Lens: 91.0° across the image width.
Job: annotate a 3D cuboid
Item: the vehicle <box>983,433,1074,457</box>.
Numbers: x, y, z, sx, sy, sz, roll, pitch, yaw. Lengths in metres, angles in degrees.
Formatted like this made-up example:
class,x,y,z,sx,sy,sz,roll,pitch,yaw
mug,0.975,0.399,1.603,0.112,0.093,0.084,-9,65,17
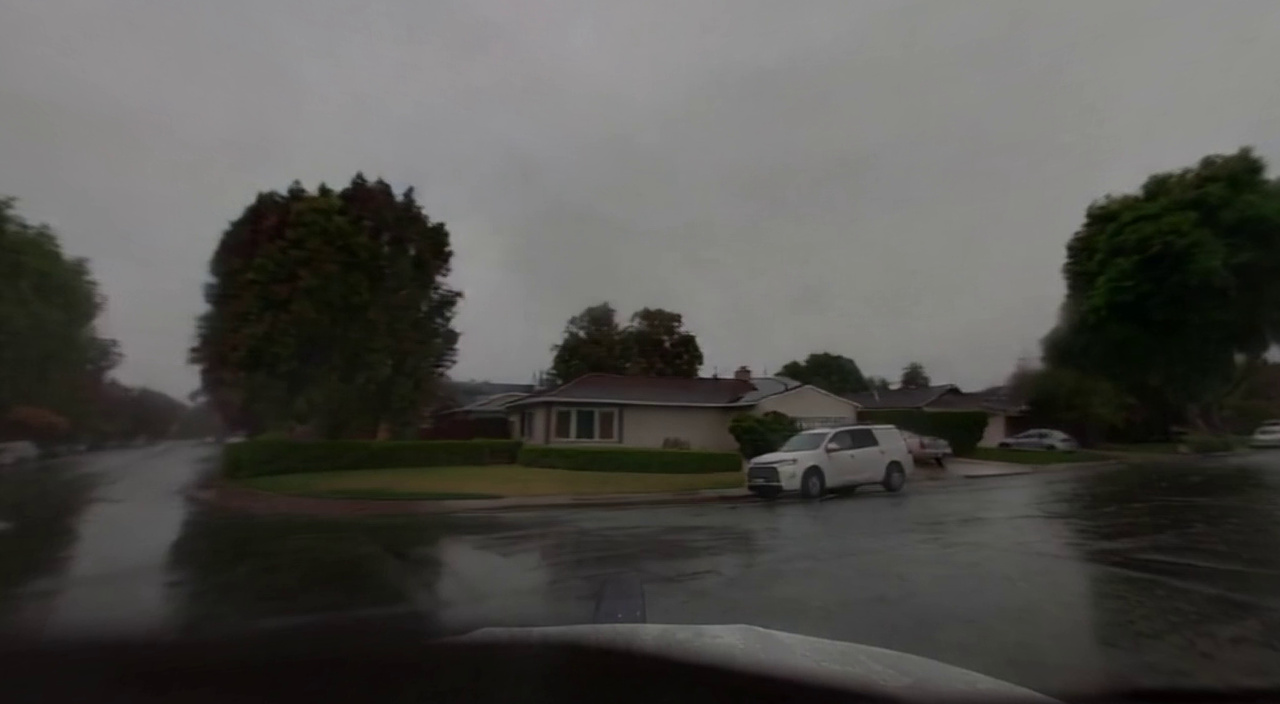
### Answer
class,x,y,z,sx,sy,sz,roll,pitch,yaw
vehicle,27.622,6.656,44.899,2.079,1.558,4.977,7,-11,-39

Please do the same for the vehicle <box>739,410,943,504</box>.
class,x,y,z,sx,sy,sz,roll,pitch,yaw
vehicle,5.594,2.811,17.049,6.088,2.084,2.337,8,-12,-41

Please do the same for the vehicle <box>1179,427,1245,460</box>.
class,x,y,z,sx,sy,sz,roll,pitch,yaw
vehicle,42.182,6.706,46.329,5.323,2.054,2.482,3,-10,-38
